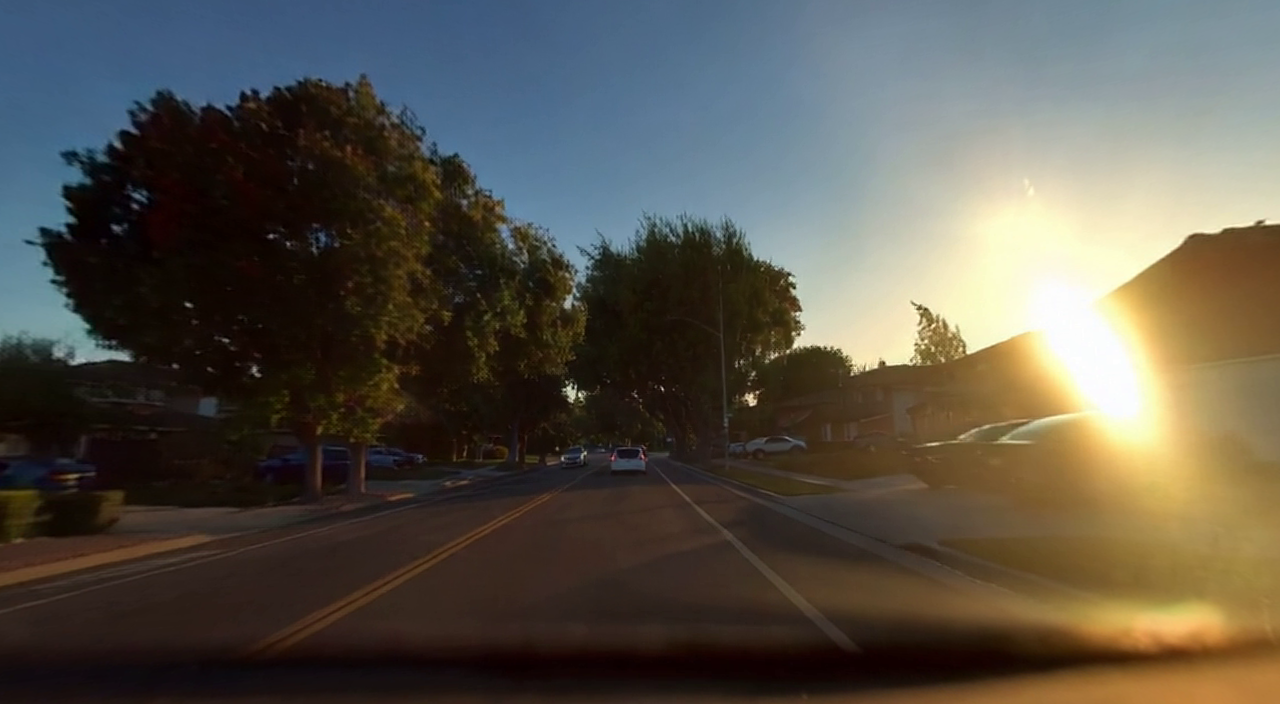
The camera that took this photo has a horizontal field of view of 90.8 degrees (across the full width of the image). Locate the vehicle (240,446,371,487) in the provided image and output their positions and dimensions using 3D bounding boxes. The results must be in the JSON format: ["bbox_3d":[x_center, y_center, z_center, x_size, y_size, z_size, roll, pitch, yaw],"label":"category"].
[{"bbox_3d":[-14.850,5.099,28.191,4.608,1.743,2.222,-1,-9,6],"label":"vehicle"}]

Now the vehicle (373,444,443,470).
[{"bbox_3d":[-17.341,7.858,47.432,4.463,1.917,1.970,1,-9,-5],"label":"vehicle"}]

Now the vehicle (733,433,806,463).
[{"bbox_3d":[9.234,6.852,45.182,4.634,1.723,1.966,-4,-7,-2],"label":"vehicle"}]

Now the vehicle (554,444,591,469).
[{"bbox_3d":[-5.095,7.967,48.484,2.256,1.838,4.613,0,-8,1],"label":"vehicle"}]

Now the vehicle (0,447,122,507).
[{"bbox_3d":[-17.082,3.434,17.818,4.608,1.481,1.890,-4,-9,25],"label":"vehicle"}]

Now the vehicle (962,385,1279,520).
[{"bbox_3d":[8.382,1.658,10.800,4.513,1.617,1.998,-6,-8,-1],"label":"vehicle"}]

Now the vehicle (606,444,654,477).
[{"bbox_3d":[-0.451,5.125,30.118,2.098,1.483,4.099,0,-8,0],"label":"vehicle"}]
